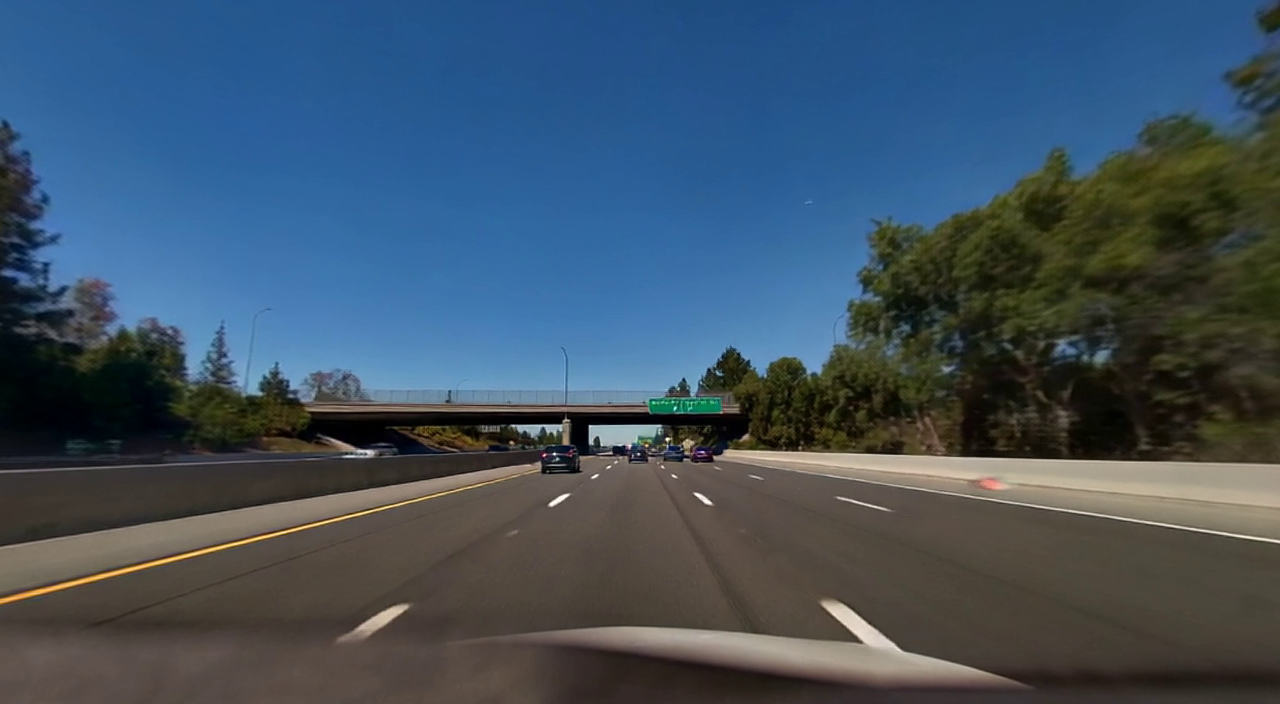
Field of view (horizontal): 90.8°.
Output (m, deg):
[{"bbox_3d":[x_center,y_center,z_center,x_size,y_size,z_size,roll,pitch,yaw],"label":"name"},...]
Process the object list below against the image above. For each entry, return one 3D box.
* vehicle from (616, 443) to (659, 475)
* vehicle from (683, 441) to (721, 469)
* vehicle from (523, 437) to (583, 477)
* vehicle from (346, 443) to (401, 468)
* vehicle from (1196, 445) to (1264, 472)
[{"bbox_3d":[-0.119,5.375,32.049,2.075,1.486,4.007,0,-9,0],"label":"vehicle"},{"bbox_3d":[3.778,6.334,38.933,1.936,1.625,3.991,0,-9,0],"label":"vehicle"},{"bbox_3d":[-4.066,5.010,30.365,2.113,1.756,4.471,0,-9,2],"label":"vehicle"},{"bbox_3d":[-20.484,7.960,48.813,2.049,1.761,4.778,-1,-9,2],"label":"vehicle"},{"bbox_3d":[37.011,6.664,39.745,1.980,1.532,4.660,-5,-10,29],"label":"vehicle"}]
